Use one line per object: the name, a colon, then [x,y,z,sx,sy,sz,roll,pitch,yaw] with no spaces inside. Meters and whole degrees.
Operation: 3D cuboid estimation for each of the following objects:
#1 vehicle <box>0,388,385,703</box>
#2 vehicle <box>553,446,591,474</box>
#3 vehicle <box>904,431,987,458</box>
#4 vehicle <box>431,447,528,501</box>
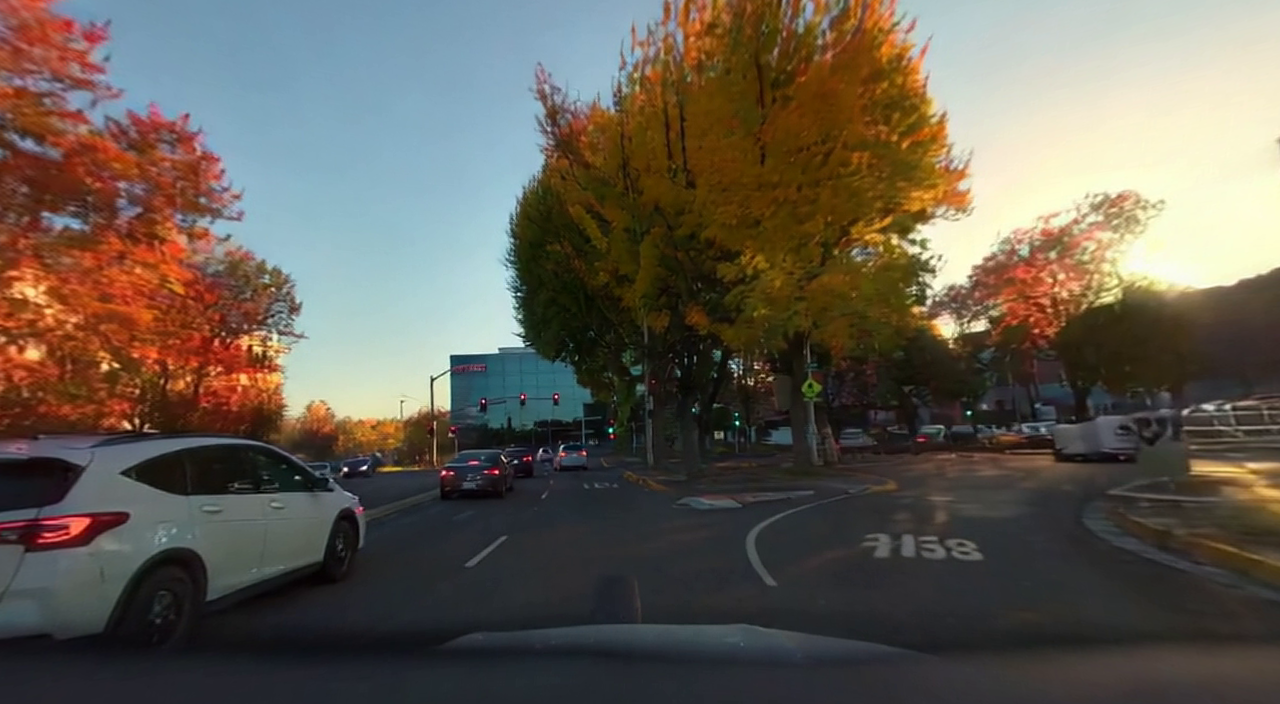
vehicle: [-4.043,1.318,5.036,2.085,1.663,4.513,1,-9,0]
vehicle: [-4.429,6.951,40.644,2.144,1.704,4.028,2,-9,-9]
vehicle: [21.134,6.436,43.700,2.017,1.746,4.727,7,-11,-35]
vehicle: [-5.081,3.921,20.787,2.090,1.506,5.326,1,-9,-4]
